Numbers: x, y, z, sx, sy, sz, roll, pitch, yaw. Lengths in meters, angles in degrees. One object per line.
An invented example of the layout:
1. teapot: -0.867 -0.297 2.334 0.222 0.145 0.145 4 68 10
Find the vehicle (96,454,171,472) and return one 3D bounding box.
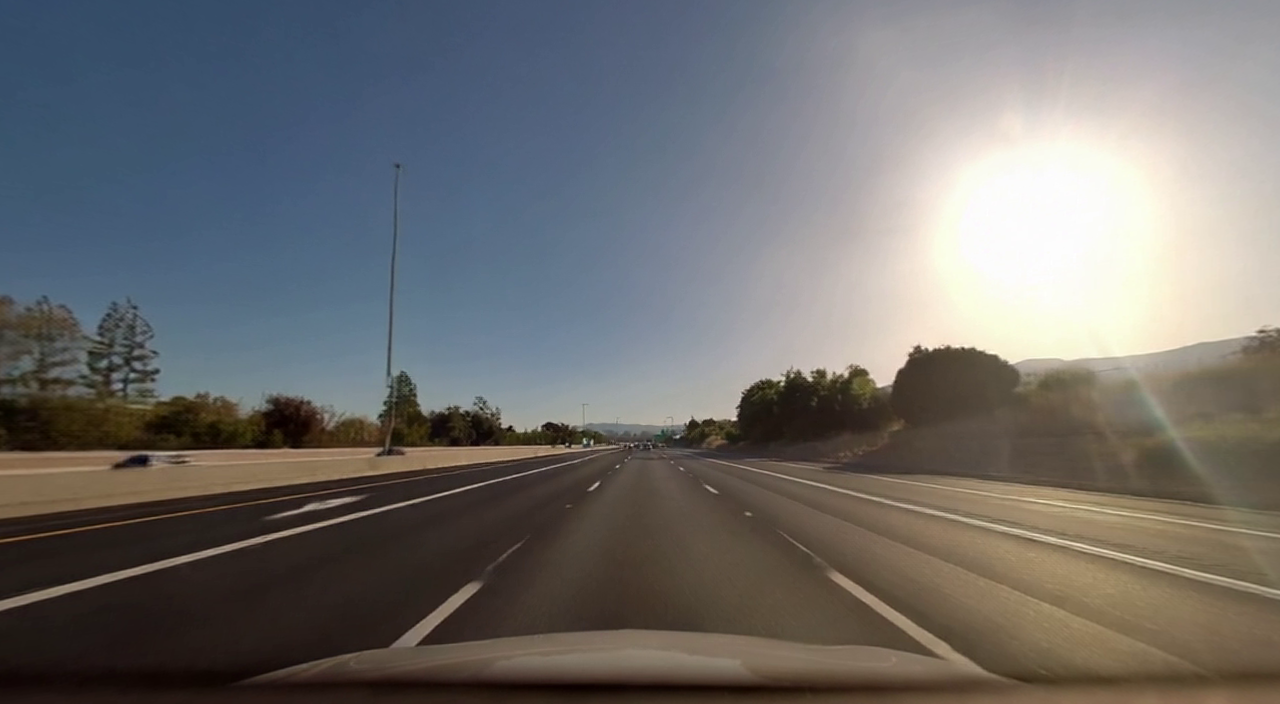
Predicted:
1. vehicle: -28.660 6.293 35.793 1.784 0.941 2.965 0 -8 0
